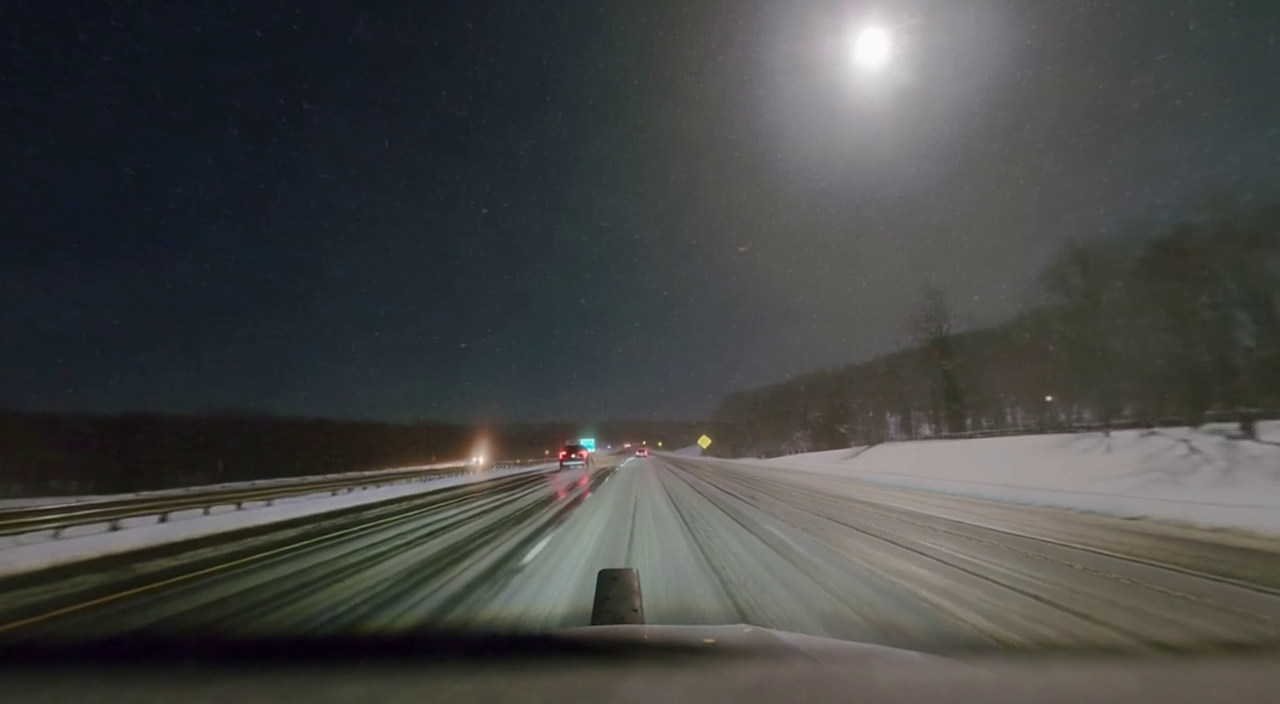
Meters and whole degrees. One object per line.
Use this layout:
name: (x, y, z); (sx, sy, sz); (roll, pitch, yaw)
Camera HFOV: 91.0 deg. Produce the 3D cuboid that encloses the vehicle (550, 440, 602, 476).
vehicle: (-3.177, 5.352, 32.018); (2.070, 1.707, 4.309); (0, -9, 1)
